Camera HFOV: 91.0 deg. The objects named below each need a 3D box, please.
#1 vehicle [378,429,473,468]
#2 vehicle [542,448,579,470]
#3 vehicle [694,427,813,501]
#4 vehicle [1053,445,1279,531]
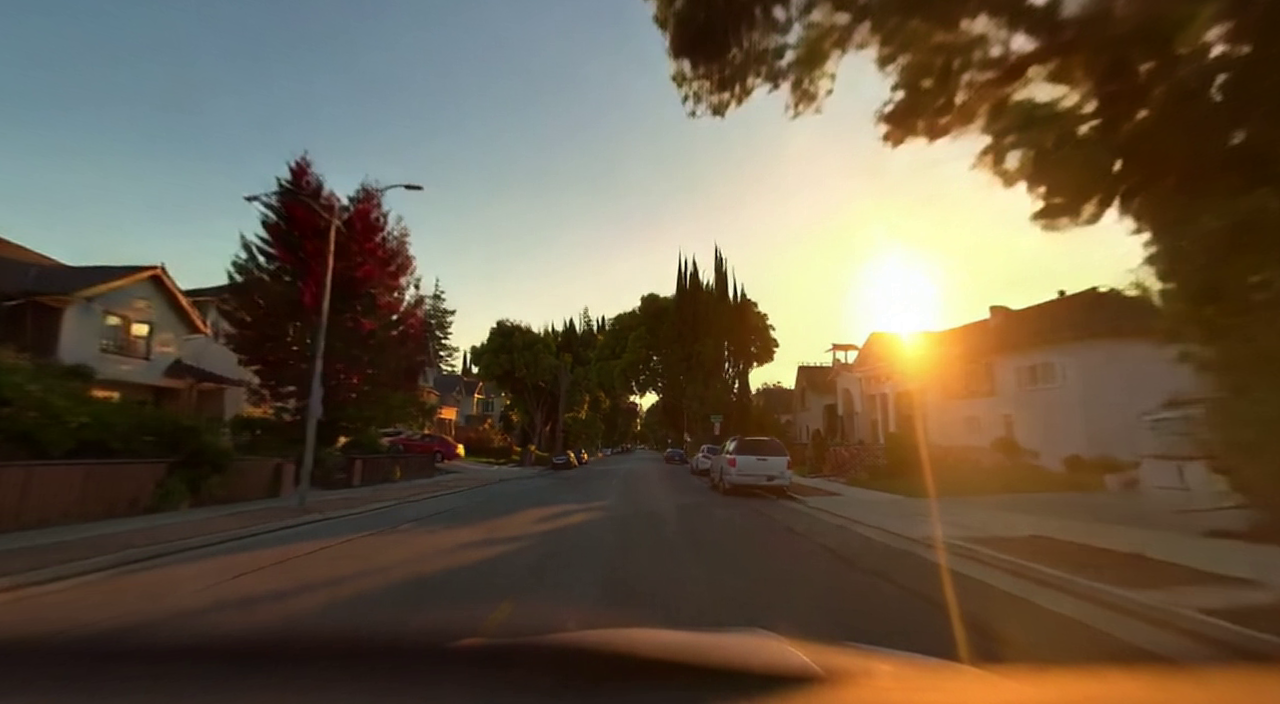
[{"bbox_3d":[-13.116,5.901,38.628,4.837,1.897,2.228,4,-8,5],"label":"vehicle"},{"bbox_3d":[-5.840,7.947,46.816,2.027,1.544,4.959,0,-9,0],"label":"vehicle"},{"bbox_3d":[3.764,3.968,22.812,2.952,2.216,7.033,0,-9,-1],"label":"vehicle"},{"bbox_3d":[10.510,2.343,11.130,5.034,1.361,1.928,0,-9,0],"label":"vehicle"}]
